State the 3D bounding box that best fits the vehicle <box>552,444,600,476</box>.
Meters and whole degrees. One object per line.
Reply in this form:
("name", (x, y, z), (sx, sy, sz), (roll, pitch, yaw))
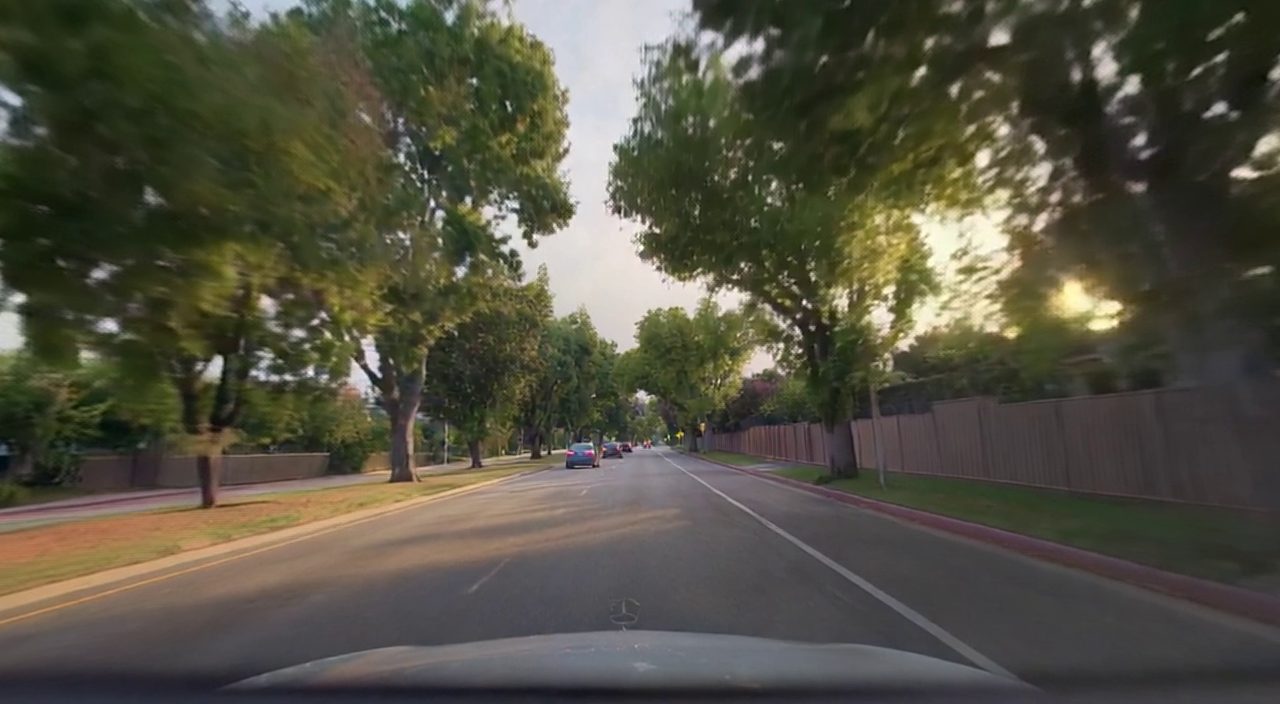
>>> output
("vehicle", (-3.075, 5.298, 31.295), (1.870, 1.431, 4.317), (-1, -8, 1))
